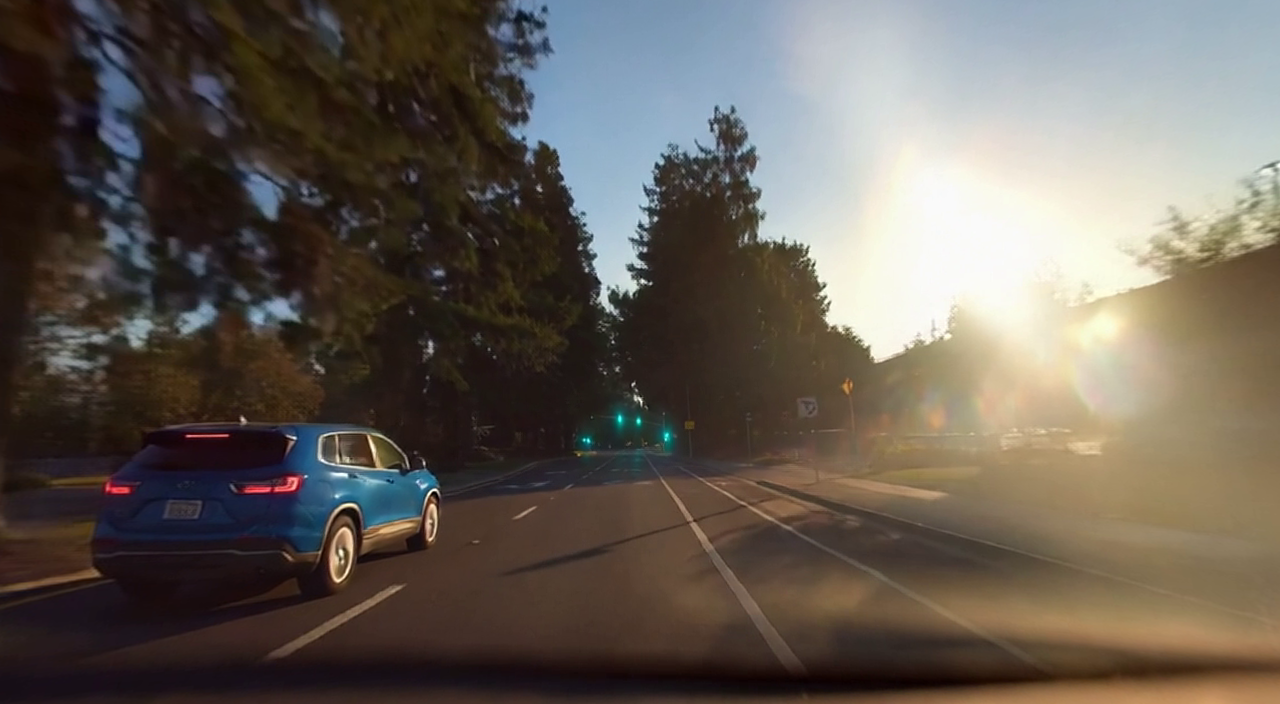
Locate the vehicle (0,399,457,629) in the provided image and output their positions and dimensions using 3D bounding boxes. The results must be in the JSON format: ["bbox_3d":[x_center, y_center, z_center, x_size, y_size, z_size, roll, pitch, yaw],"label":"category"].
[{"bbox_3d":[-3.770,1.562,7.052,2.121,1.724,4.392,0,-9,0],"label":"vehicle"}]
